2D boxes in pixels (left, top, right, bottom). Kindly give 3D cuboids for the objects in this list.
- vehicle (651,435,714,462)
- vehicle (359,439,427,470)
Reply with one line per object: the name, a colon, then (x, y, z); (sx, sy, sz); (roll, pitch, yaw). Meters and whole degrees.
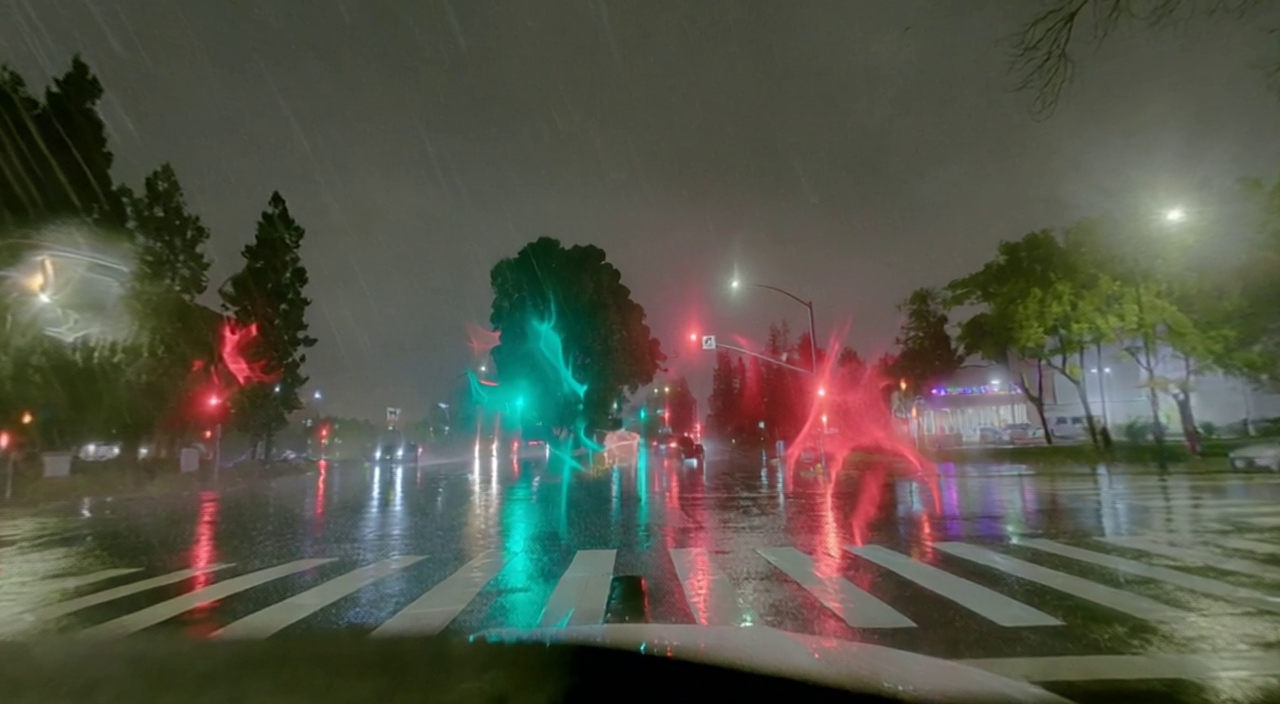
vehicle: (2.594, 5.712, 37.368); (2.521, 1.522, 4.418); (-3, -9, 20)
vehicle: (-14.797, 6.159, 38.024); (2.169, 1.753, 4.640); (0, -8, 0)
